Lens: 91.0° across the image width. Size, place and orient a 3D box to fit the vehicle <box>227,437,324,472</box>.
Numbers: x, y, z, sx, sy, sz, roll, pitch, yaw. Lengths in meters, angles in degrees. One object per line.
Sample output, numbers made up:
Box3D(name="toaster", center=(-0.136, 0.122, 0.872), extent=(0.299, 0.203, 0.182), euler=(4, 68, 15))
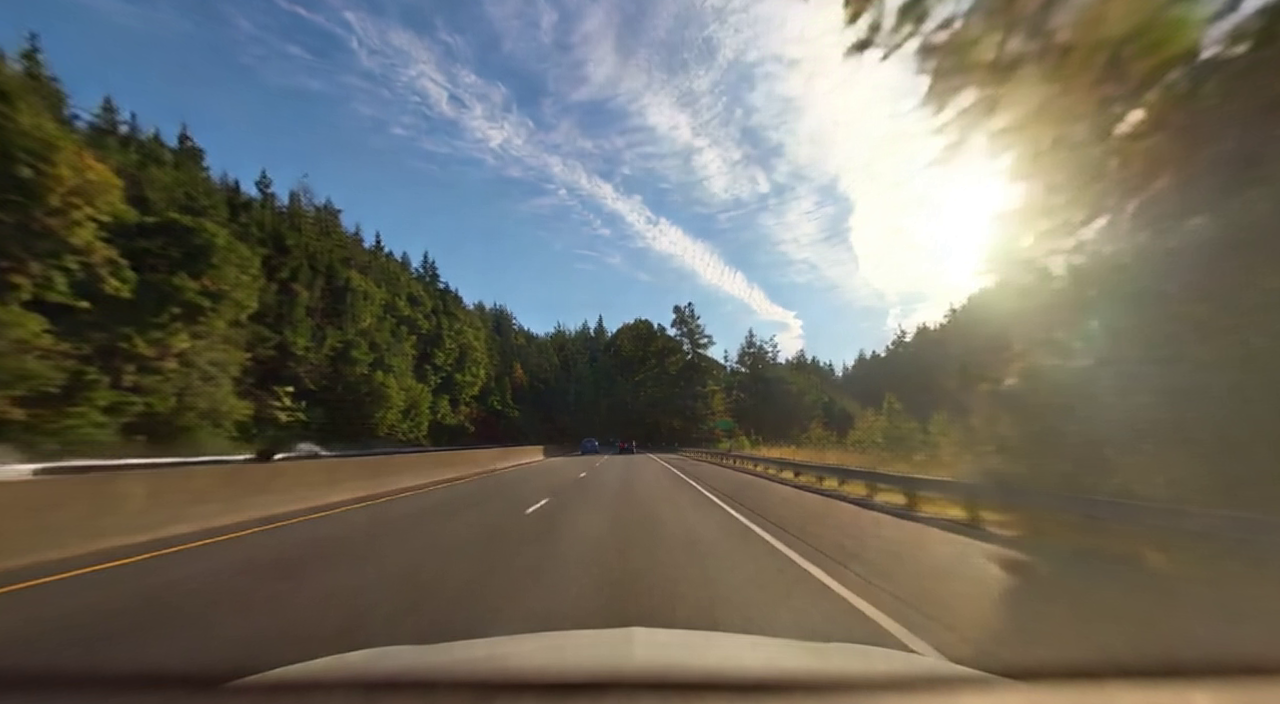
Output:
Box3D(name="vehicle", center=(-16.992, 4.784, 29.653), extent=(1.926, 1.498, 4.456), euler=(0, -8, 0))
